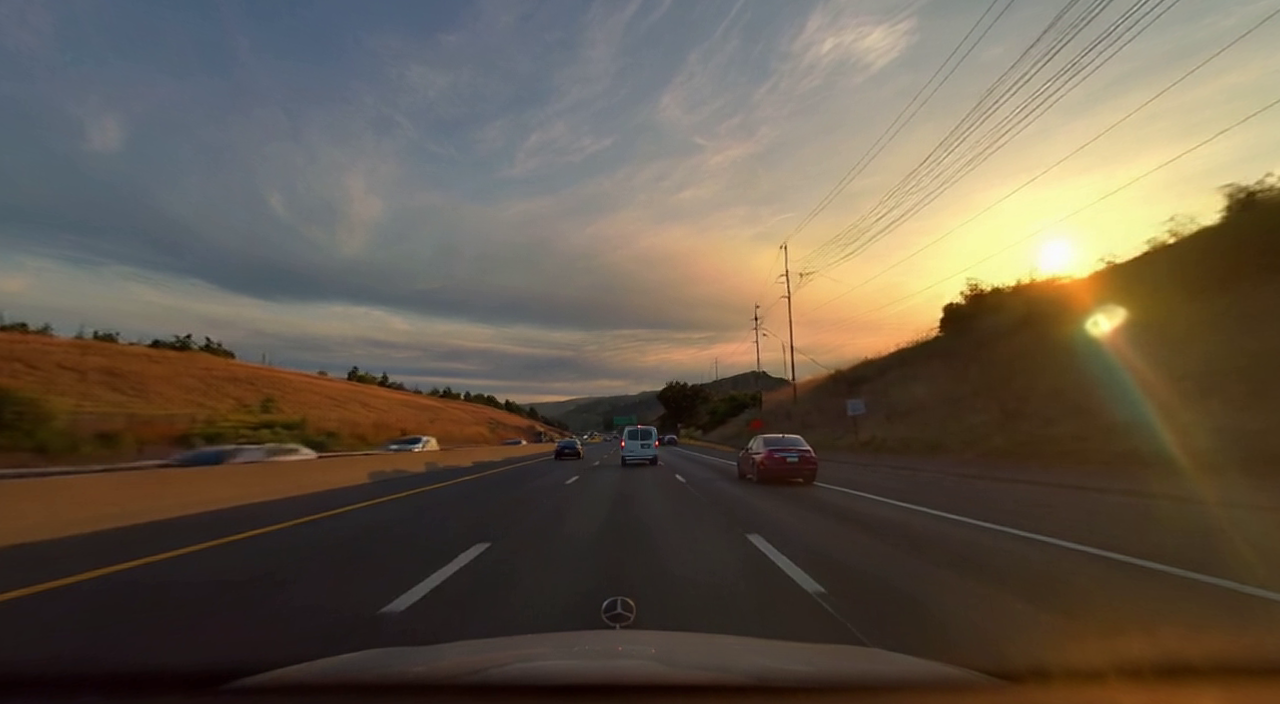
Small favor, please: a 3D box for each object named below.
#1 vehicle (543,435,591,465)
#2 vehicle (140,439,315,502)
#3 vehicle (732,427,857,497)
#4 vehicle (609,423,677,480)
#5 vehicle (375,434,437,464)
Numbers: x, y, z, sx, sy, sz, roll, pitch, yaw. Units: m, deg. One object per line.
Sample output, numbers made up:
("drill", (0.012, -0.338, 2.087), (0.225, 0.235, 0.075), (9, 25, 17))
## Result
("vehicle", (-3.862, 5.253, 34.140), (2.093, 1.517, 4.648), (0, -7, -1))
("vehicle", (-11.422, 3.258, 17.924), (2.060, 1.512, 4.395), (0, -7, -1))
("vehicle", (3.845, 2.787, 16.640), (1.923, 1.562, 4.691), (0, -7, -2))
("vehicle", (0.044, 3.467, 22.363), (2.159, 1.811, 4.238), (0, -7, -1))
("vehicle", (-15.925, 6.613, 43.316), (2.338, 1.946, 5.183), (0, -7, -1))
